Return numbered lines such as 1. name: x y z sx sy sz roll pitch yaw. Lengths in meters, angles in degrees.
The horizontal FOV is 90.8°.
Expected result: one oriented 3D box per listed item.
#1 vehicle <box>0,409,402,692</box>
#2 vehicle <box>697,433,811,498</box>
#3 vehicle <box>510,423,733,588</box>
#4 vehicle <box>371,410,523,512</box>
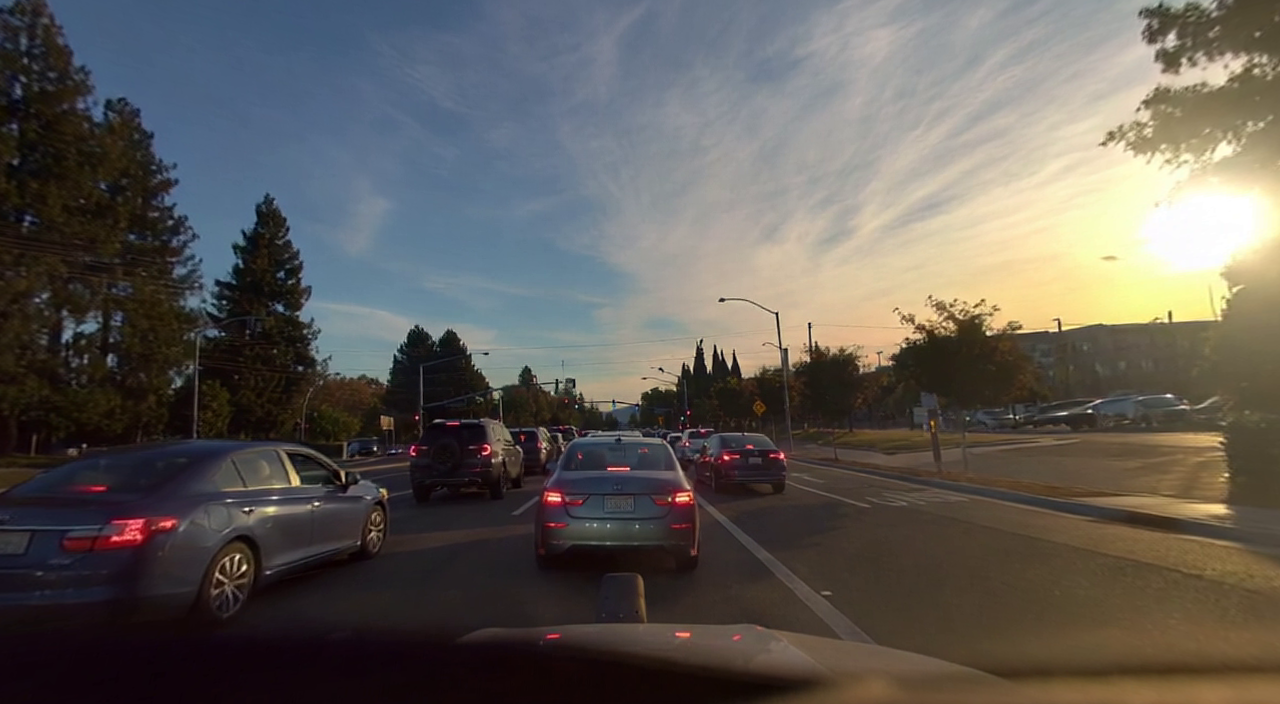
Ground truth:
1. vehicle: -3.861 1.352 5.471 1.985 1.467 4.224 0 -8 -1
2. vehicle: 2.801 2.914 16.609 1.978 1.452 4.381 0 -8 -3
3. vehicle: -0.232 1.684 7.806 2.007 1.467 4.059 0 -8 -2
4. vehicle: -4.029 2.367 14.122 2.054 1.881 4.469 0 -8 -1
